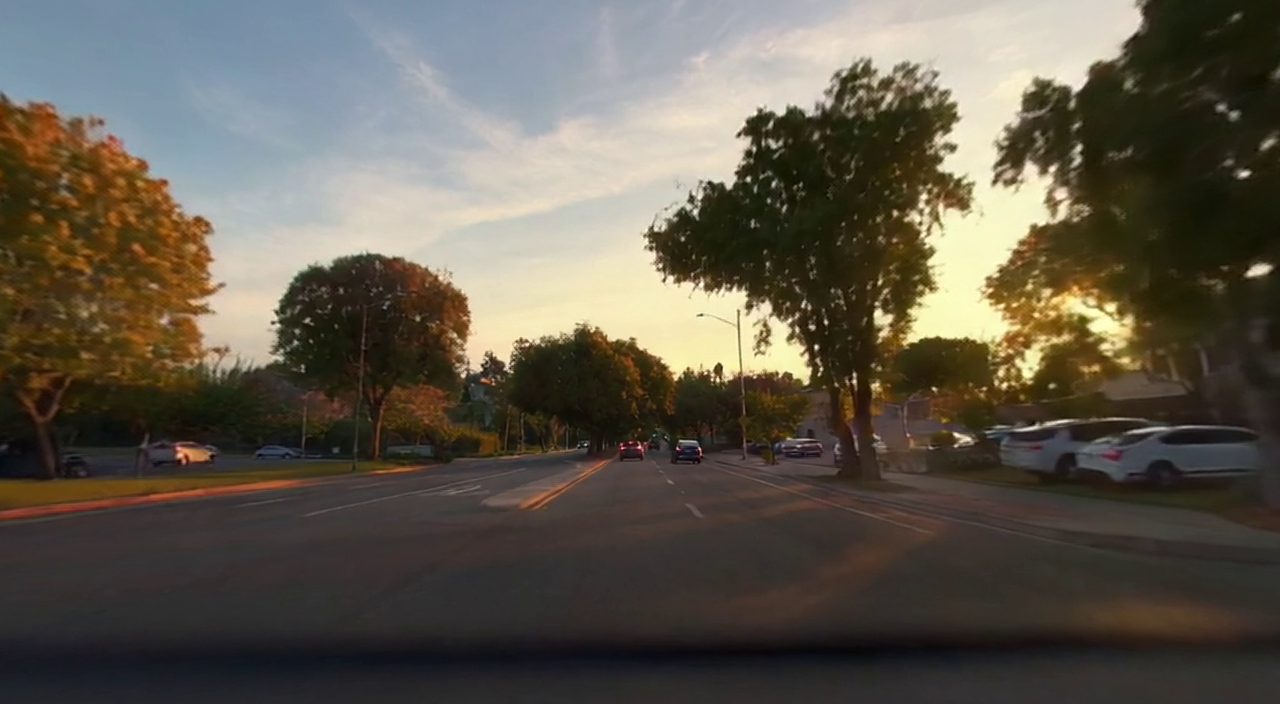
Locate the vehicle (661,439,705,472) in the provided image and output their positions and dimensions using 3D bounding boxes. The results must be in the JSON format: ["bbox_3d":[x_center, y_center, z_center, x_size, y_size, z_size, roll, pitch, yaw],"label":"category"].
[{"bbox_3d":[2.196,5.417,33.273,2.003,1.614,4.072,0,-8,-1],"label":"vehicle"}]

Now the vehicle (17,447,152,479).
[{"bbox_3d":[-28.094,5.626,32.199,4.796,1.478,1.947,5,-10,-32],"label":"vehicle"}]

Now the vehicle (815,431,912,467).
[{"bbox_3d":[11.132,4.871,31.676,2.047,1.682,4.074,8,-12,-40],"label":"vehicle"}]

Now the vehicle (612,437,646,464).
[{"bbox_3d":[-0.838,7.430,47.935,2.488,1.881,4.814,0,-8,-1],"label":"vehicle"}]

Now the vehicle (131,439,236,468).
[{"bbox_3d":[-33.697,7.518,46.902,5.899,1.996,2.367,5,-9,-29],"label":"vehicle"}]

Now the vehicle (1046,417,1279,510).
[{"bbox_3d":[10.726,2.173,12.688,1.903,1.569,3.751,6,-10,-32],"label":"vehicle"}]

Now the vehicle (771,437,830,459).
[{"bbox_3d":[11.032,6.577,43.538,3.486,1.431,1.799,-7,-11,43],"label":"vehicle"}]
